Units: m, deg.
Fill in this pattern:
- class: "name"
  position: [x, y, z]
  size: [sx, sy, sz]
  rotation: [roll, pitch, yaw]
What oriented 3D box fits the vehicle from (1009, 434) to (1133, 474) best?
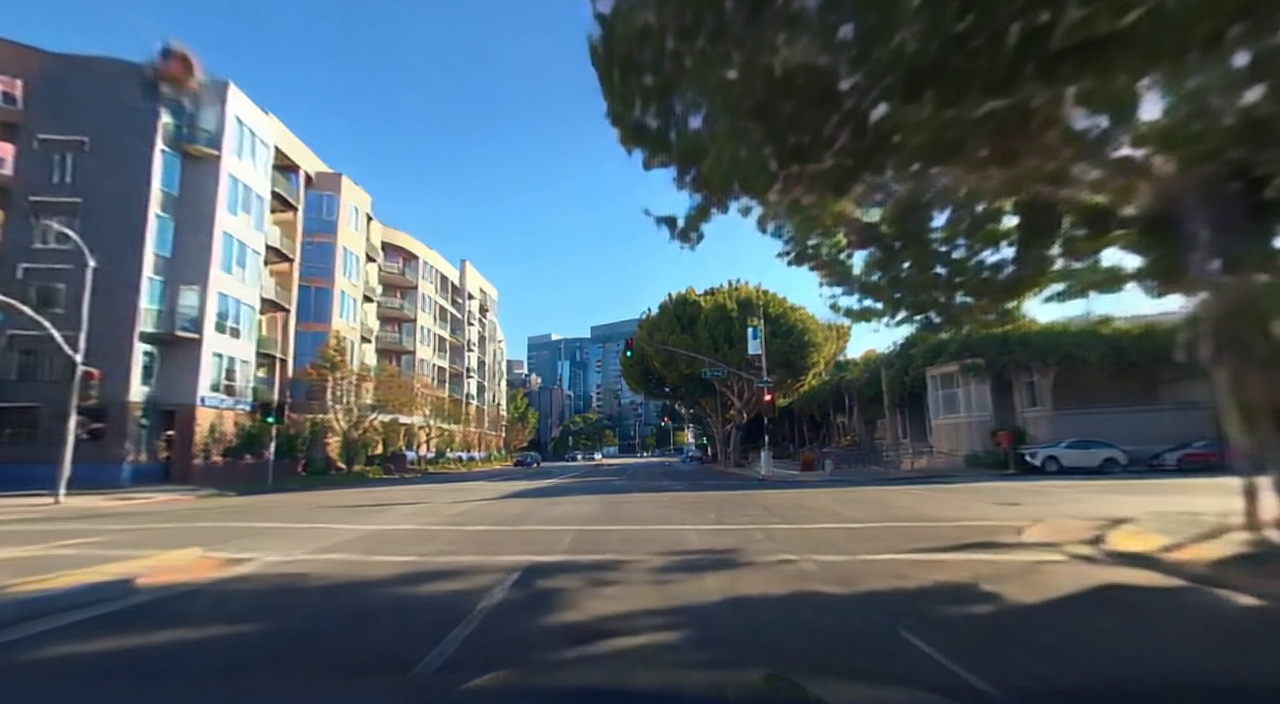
- class: "vehicle"
  position: [18.555, 4.404, 27.266]
  size: [4.009, 1.620, 1.882]
  rotation: [0, -9, -4]
